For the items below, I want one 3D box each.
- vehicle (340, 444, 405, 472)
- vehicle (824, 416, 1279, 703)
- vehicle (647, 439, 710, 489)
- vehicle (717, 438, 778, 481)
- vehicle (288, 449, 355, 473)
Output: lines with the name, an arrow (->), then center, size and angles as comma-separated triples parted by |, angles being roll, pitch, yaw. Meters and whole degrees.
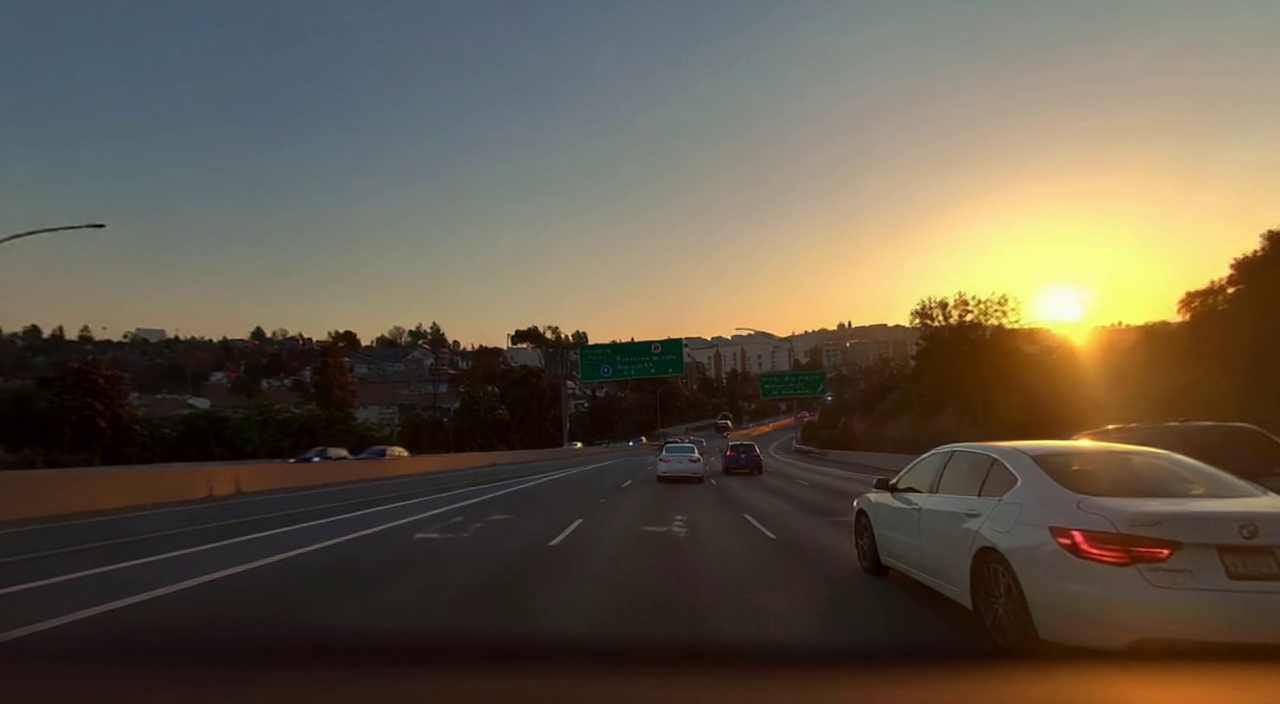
vehicle -> -17.419, 6.926, 41.237 | 1.956, 1.688, 4.466 | -1, -9, 6
vehicle -> 3.165, 1.397, 5.222 | 2.009, 1.489, 4.559 | 0, -9, 2
vehicle -> 1.374, 4.006, 22.801 | 2.074, 1.614, 3.803 | 0, -9, 3
vehicle -> 4.550, 4.614, 27.253 | 2.076, 1.684, 4.241 | 0, -9, 3
vehicle -> -20.972, 7.201, 41.669 | 1.859, 1.484, 4.345 | -1, -9, 6
